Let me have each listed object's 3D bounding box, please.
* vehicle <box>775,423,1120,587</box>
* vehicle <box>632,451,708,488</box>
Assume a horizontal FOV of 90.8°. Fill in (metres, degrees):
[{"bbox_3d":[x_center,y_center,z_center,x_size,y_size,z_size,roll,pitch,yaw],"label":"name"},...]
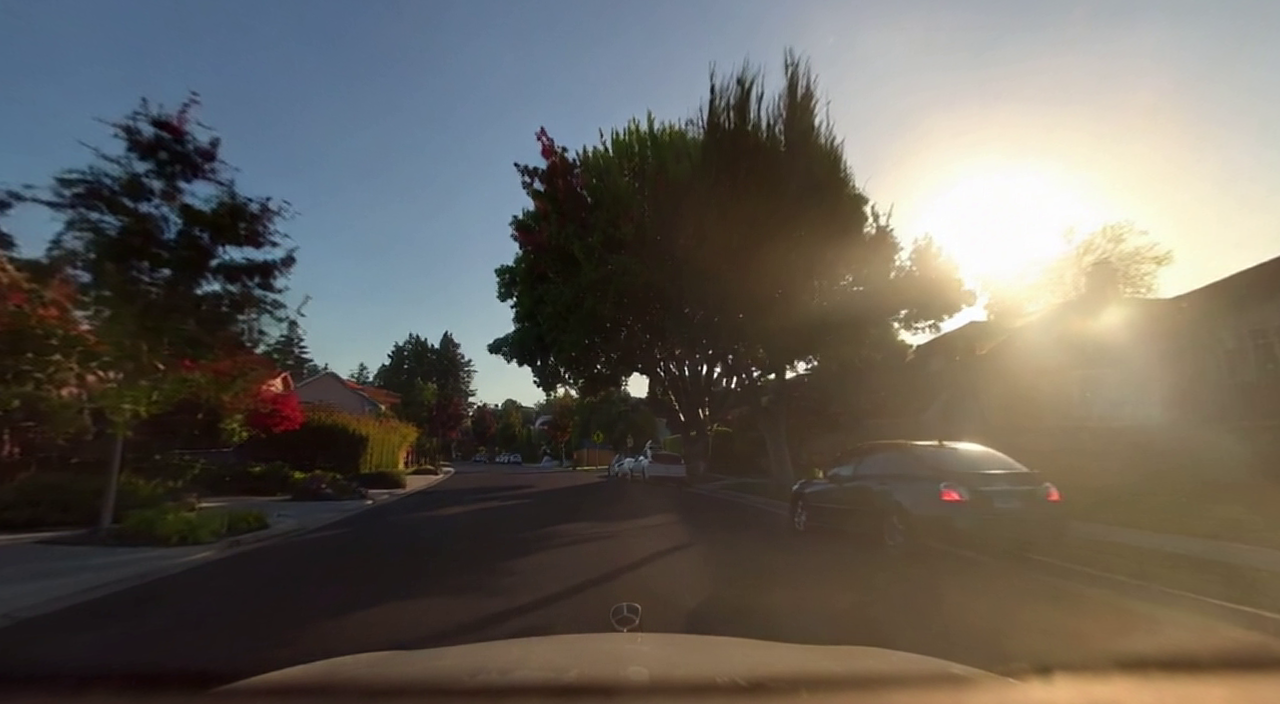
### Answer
[{"bbox_3d":[4.026,2.066,9.593,2.111,1.771,4.942,1,-9,-10],"label":"vehicle"},{"bbox_3d":[1.275,5.332,29.085,2.193,1.504,4.576,2,-9,-15],"label":"vehicle"}]
